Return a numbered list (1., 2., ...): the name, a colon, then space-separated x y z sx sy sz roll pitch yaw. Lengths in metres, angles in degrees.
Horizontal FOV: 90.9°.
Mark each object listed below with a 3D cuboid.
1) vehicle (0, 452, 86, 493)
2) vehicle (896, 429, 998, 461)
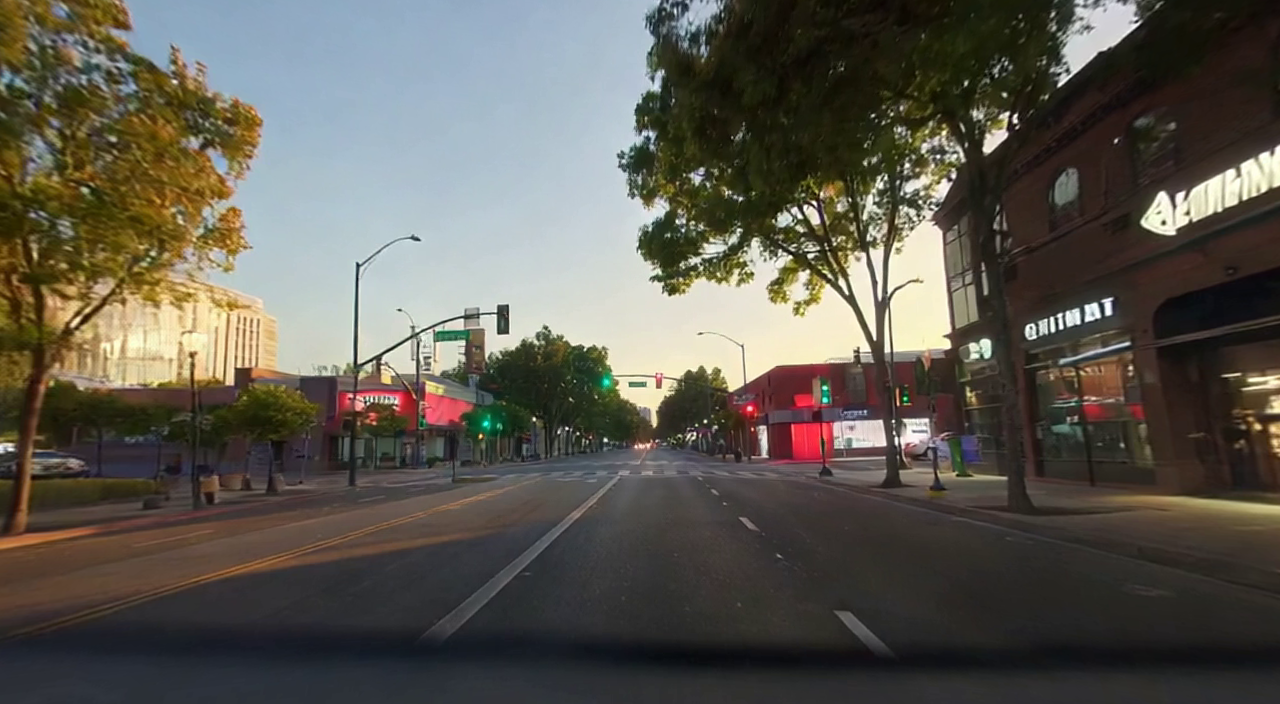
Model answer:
1. vehicle: -31.586 6.098 32.057 4.674 1.959 2.265 -1 -8 2
2. vehicle: 17.639 5.370 36.420 4.836 1.795 1.957 0 -8 1
